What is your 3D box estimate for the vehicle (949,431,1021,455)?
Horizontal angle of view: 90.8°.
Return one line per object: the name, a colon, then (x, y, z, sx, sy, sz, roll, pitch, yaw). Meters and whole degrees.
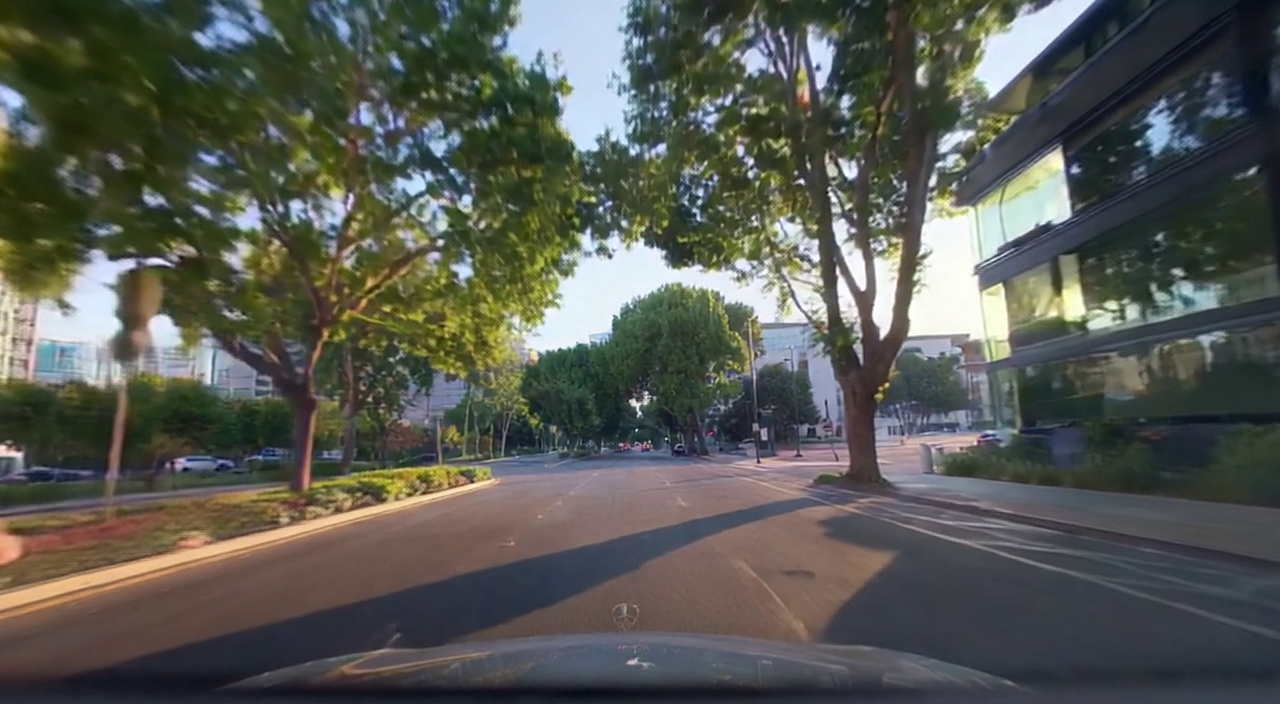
vehicle: (22.197, 5.923, 40.864, 1.834, 1.444, 4.703, 0, -8, -2)
